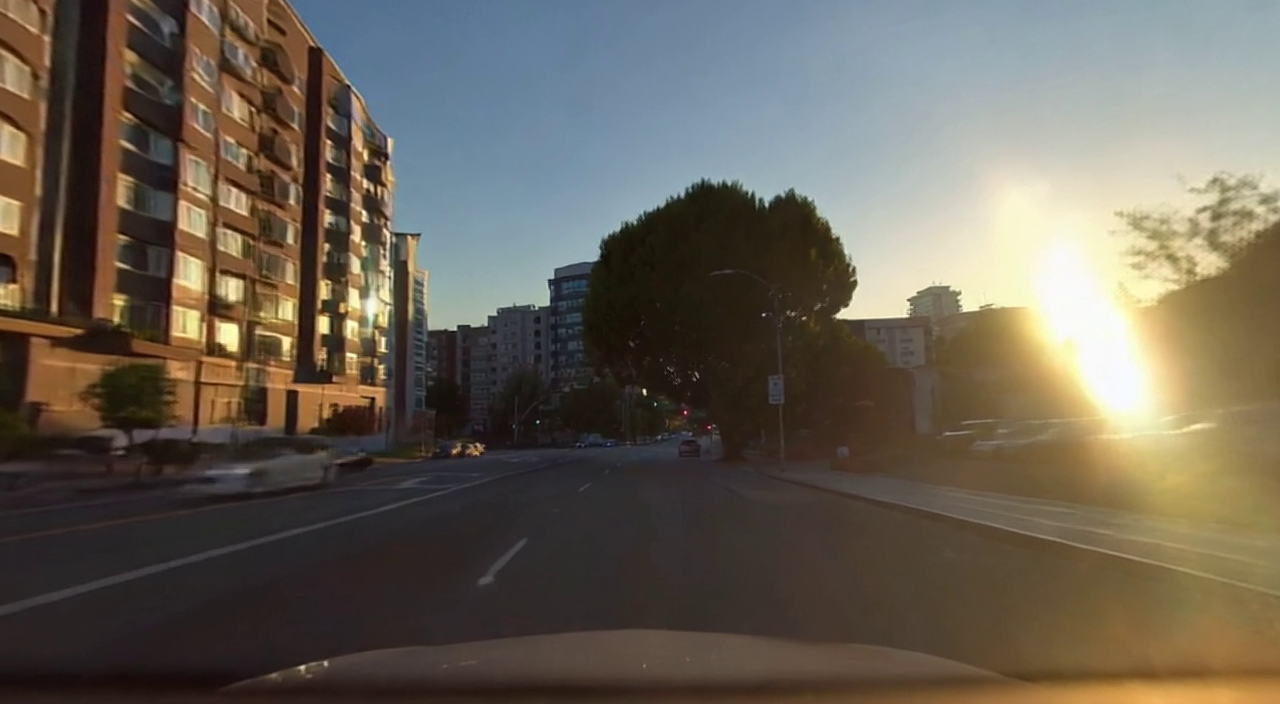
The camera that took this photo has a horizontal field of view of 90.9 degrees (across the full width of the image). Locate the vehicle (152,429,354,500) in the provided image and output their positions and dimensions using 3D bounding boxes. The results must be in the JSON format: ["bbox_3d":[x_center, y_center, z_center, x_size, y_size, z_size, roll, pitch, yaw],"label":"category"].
[{"bbox_3d":[-9.281,2.736,15.724,1.939,1.482,4.673,-1,-8,2],"label":"vehicle"}]
